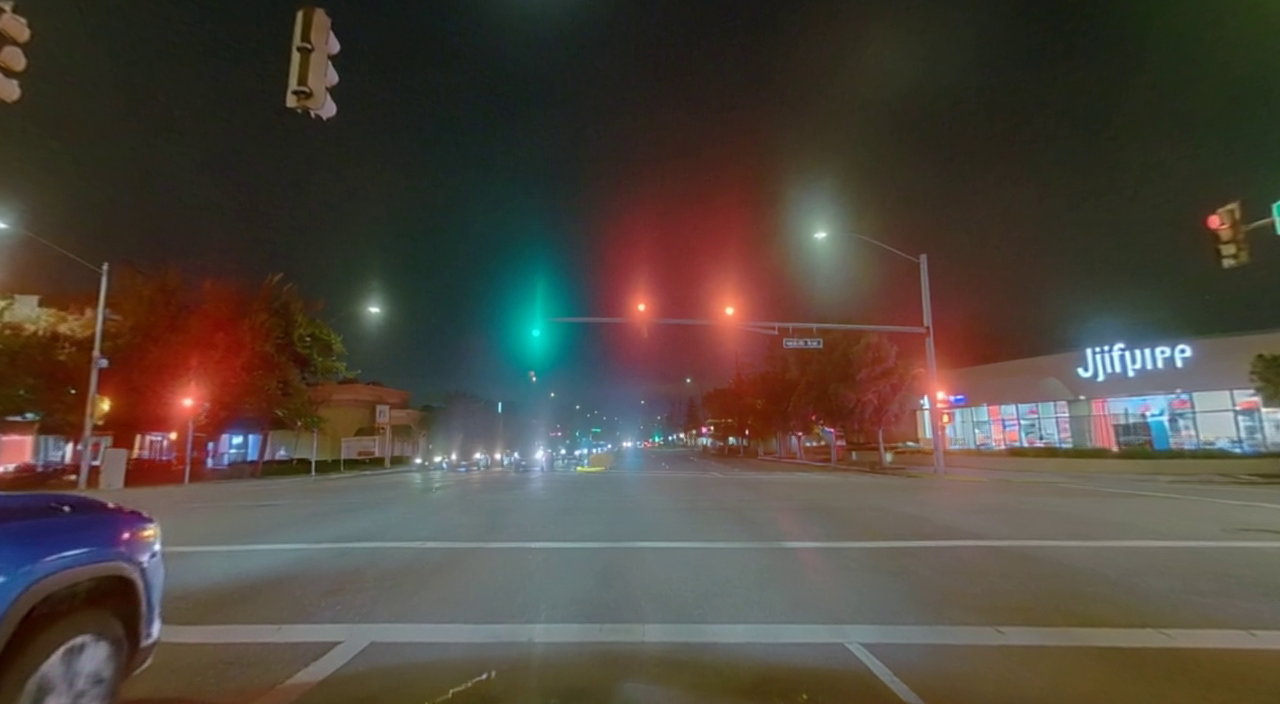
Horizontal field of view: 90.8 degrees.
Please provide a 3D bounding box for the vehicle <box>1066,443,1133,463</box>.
[{"bbox_3d":[34.551,7.600,47.585,3.740,1.433,1.646,0,-8,-1],"label":"vehicle"}]

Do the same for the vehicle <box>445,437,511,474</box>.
[{"bbox_3d":[-8.413,5.395,33.254,2.273,1.791,4.809,0,-8,-1],"label":"vehicle"}]

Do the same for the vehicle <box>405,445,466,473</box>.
[{"bbox_3d":[-11.319,5.925,35.232,2.003,1.476,4.082,0,-8,1],"label":"vehicle"}]

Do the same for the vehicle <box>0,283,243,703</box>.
[{"bbox_3d":[-3.348,0.530,0.955,2.313,1.883,5.016,0,-9,-2],"label":"vehicle"}]

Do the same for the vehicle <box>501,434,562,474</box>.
[{"bbox_3d":[-5.233,5.025,31.245,2.384,1.787,5.038,0,-8,-3],"label":"vehicle"}]

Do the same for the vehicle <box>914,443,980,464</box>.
[{"bbox_3d":[23.907,7.909,49.298,4.135,1.417,1.851,-2,-9,2],"label":"vehicle"}]
